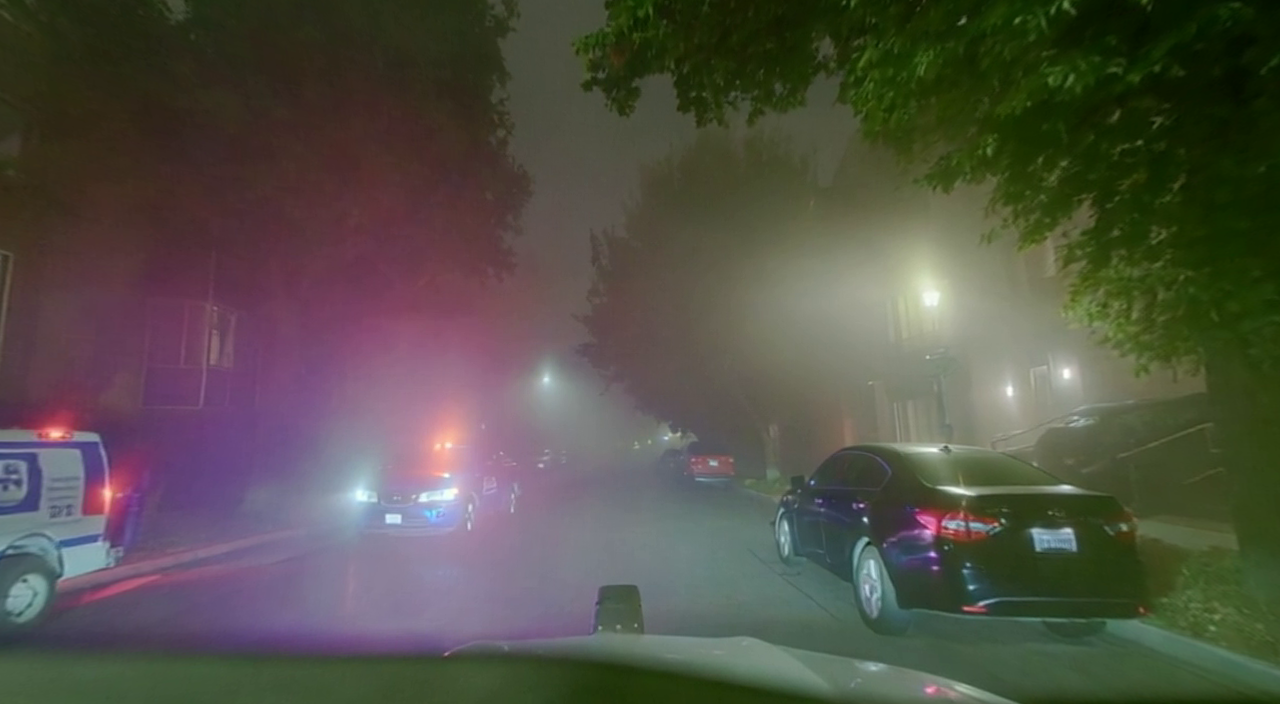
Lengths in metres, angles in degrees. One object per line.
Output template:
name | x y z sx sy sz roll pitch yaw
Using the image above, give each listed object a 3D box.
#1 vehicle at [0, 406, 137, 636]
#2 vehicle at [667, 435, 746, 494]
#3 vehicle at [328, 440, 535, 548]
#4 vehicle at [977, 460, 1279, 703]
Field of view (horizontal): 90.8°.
vehicle | -6.420 1.232 3.605 2.308 1.877 6.060 -4 -8 -2
vehicle | 2.012 3.538 20.222 1.878 1.664 4.033 1 -8 -3
vehicle | -3.344 2.348 11.243 1.966 1.515 4.394 -1 -8 3
vehicle | 2.506 0.859 0.792 1.720 1.333 4.233 0 -8 -2
